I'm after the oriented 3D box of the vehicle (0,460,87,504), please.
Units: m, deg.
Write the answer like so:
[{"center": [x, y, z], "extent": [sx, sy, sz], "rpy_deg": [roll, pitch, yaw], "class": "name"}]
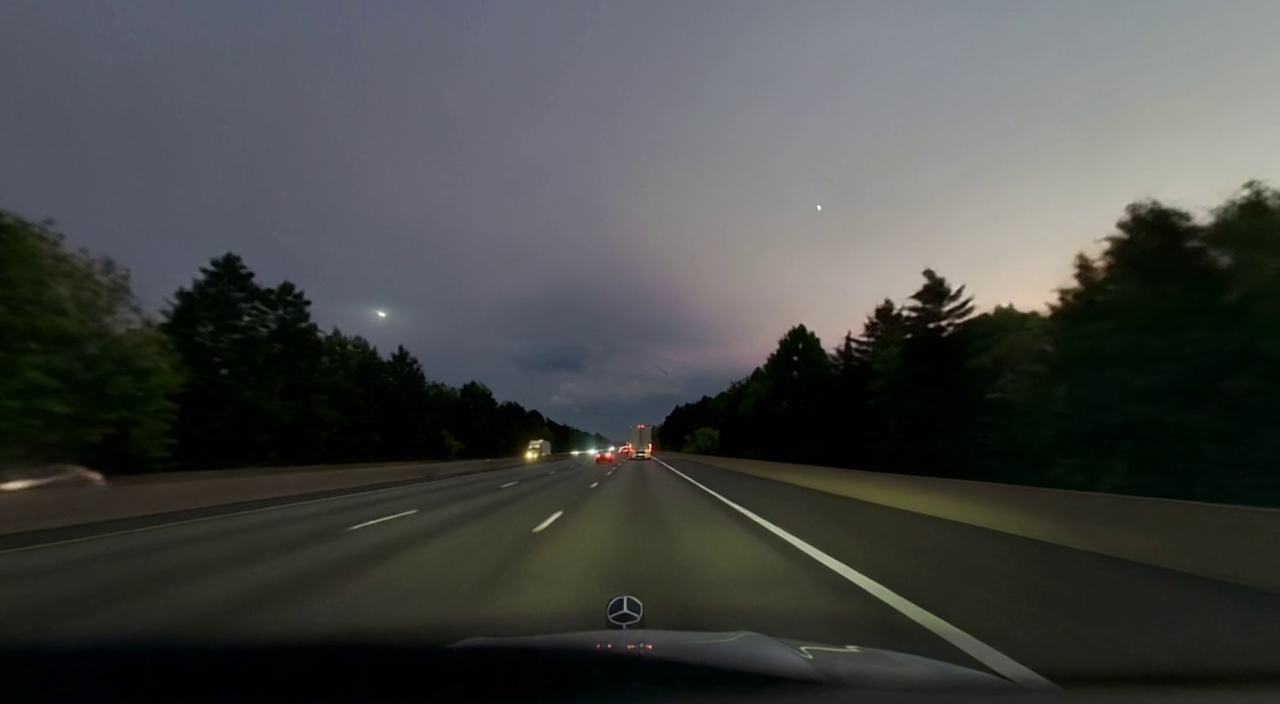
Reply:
[{"center": [-22.801, 4.691, 22.897], "extent": [1.764, 1.460, 3.992], "rpy_deg": [0, -9, 0], "class": "vehicle"}]
